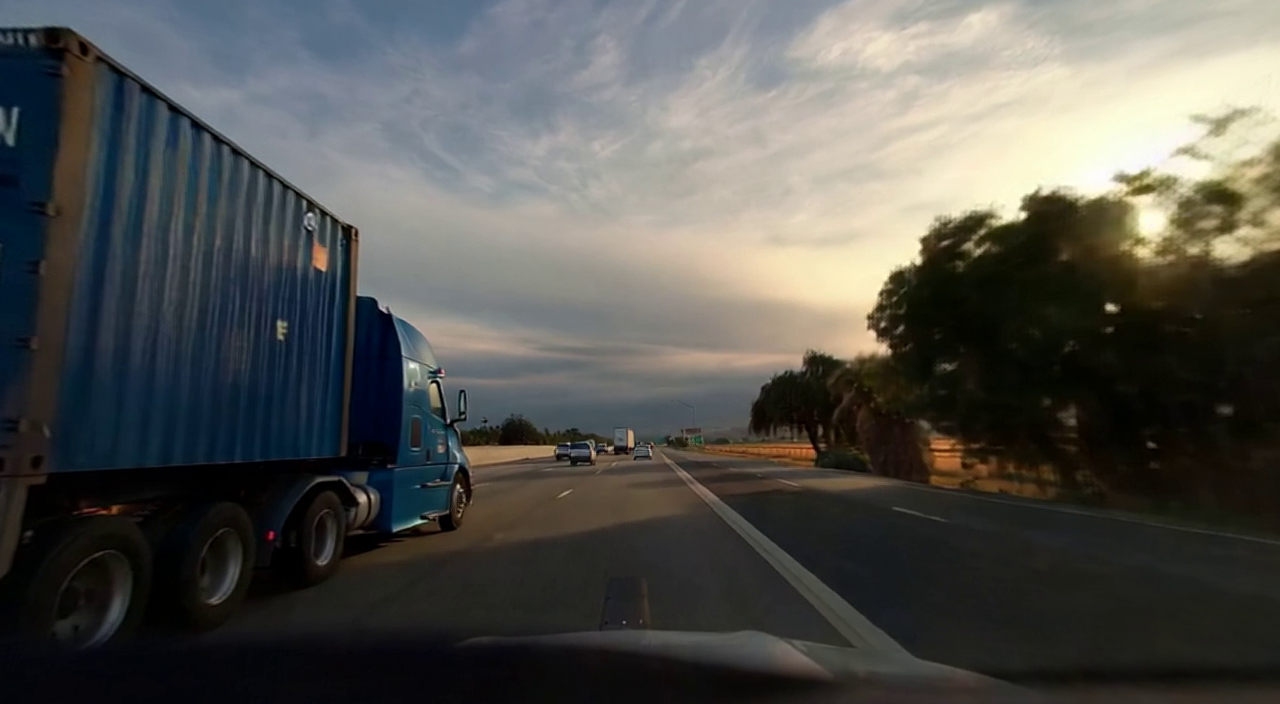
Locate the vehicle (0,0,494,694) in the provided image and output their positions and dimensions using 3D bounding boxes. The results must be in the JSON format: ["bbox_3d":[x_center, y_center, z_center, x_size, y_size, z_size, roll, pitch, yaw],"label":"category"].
[{"bbox_3d":[-4.064,0.296,7.087,2.987,3.868,7.576,0,-8,0],"label":"vehicle"}]

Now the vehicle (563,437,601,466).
[{"bbox_3d":[-3.606,6.290,40.047,1.995,1.745,4.187,0,-8,1],"label":"vehicle"}]
